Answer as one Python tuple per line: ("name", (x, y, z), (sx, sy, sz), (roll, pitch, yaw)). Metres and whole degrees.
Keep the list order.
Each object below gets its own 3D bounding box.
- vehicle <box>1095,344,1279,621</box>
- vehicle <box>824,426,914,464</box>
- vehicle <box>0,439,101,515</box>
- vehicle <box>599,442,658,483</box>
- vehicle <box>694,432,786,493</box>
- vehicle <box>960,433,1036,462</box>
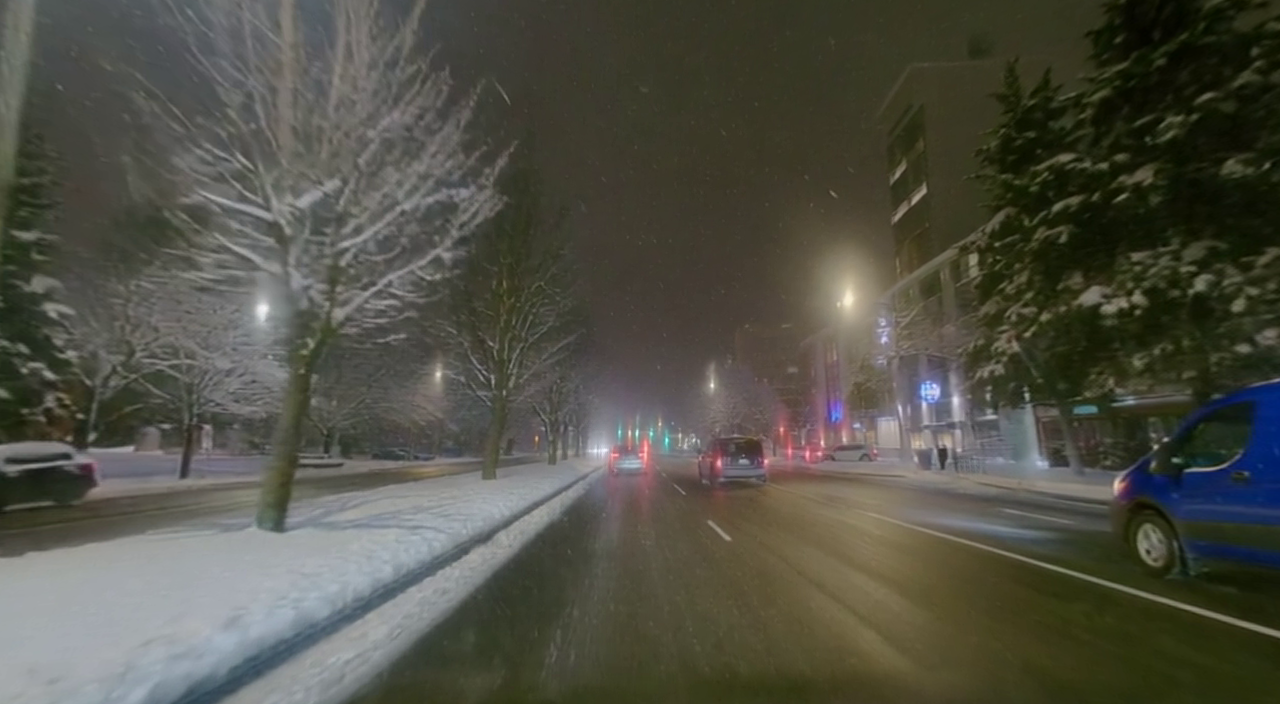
("vehicle", (6.277, 0.868, 3.968), (2.573, 2.127, 5.568), (0, -9, -1))
("vehicle", (17.594, 7.172, 48.806), (5.907, 2.777, 2.431), (0, -8, -2))
("vehicle", (-15.172, 2.841, 14.421), (1.919, 1.666, 4.288), (0, -8, 0))
("vehicle", (-0.412, 4.242, 24.559), (2.095, 1.456, 3.873), (0, -8, 0))
("vehicle", (3.003, 3.422, 19.923), (2.047, 1.711, 4.265), (0, -8, -2))
("vehicle", (27.488, 7.334, 48.547), (4.770, 2.109, 2.230), (2, -9, -16))
